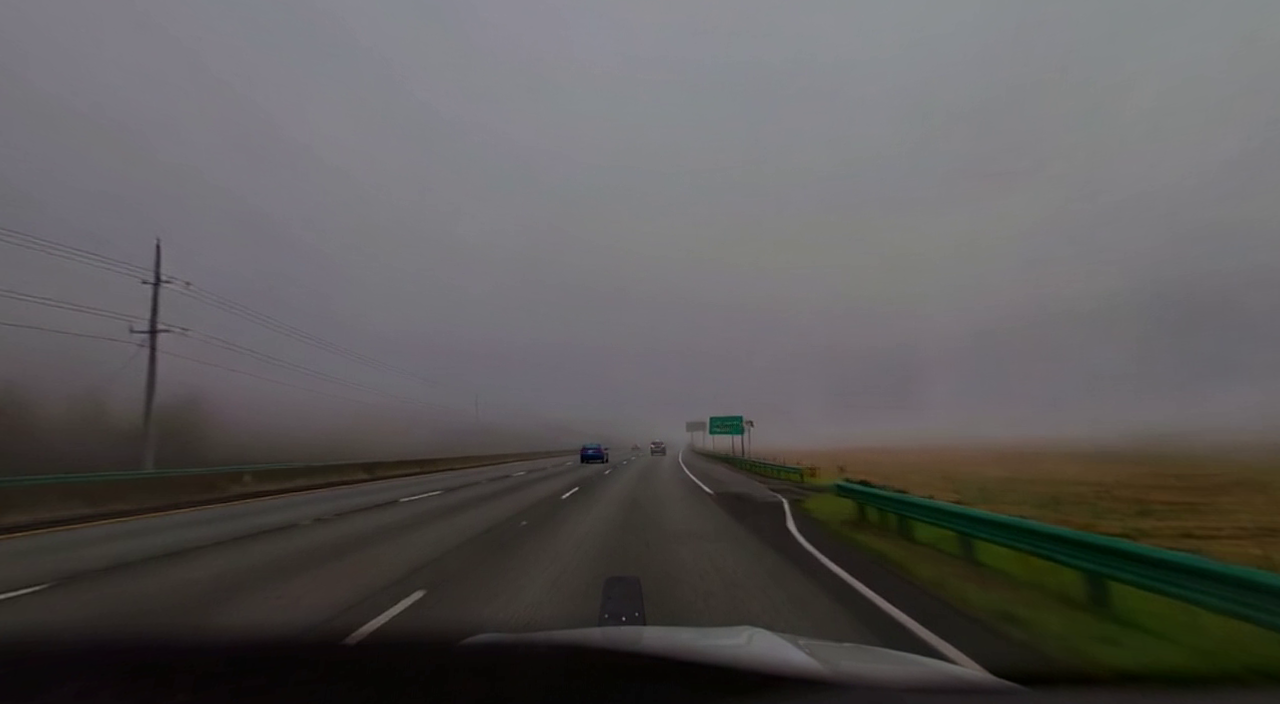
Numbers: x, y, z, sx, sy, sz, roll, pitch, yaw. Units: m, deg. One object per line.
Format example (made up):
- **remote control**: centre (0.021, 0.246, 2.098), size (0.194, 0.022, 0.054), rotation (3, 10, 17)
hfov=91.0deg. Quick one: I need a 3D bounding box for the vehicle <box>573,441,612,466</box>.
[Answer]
- **vehicle**: centre (-2.939, 6.388, 39.828), size (2.021, 1.515, 4.453), rotation (0, -8, 2)
